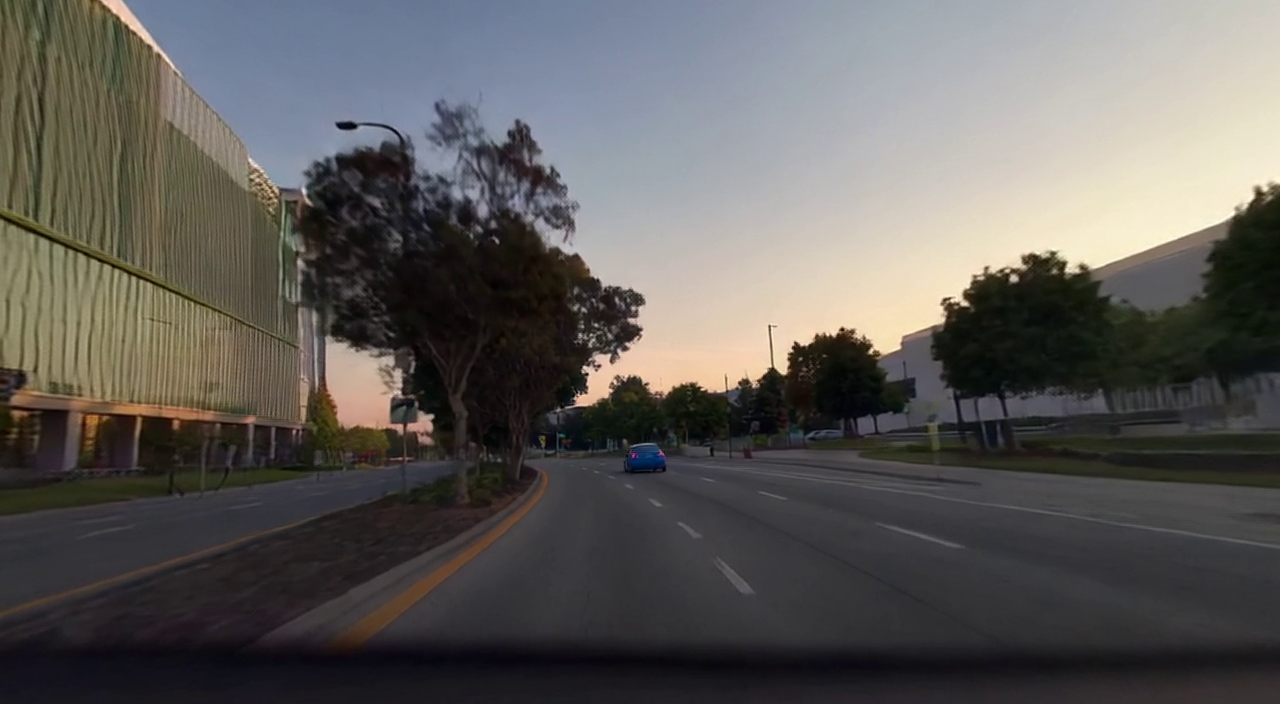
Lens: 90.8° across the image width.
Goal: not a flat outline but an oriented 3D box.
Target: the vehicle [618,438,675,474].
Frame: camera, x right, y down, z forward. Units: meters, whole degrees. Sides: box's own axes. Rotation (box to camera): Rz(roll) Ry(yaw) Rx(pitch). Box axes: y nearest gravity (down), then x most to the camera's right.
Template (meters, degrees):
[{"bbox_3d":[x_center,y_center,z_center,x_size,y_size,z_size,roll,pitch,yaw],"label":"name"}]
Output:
[{"bbox_3d":[0.246,5.296,32.434,2.165,1.633,4.381,0,-8,-10],"label":"vehicle"}]
